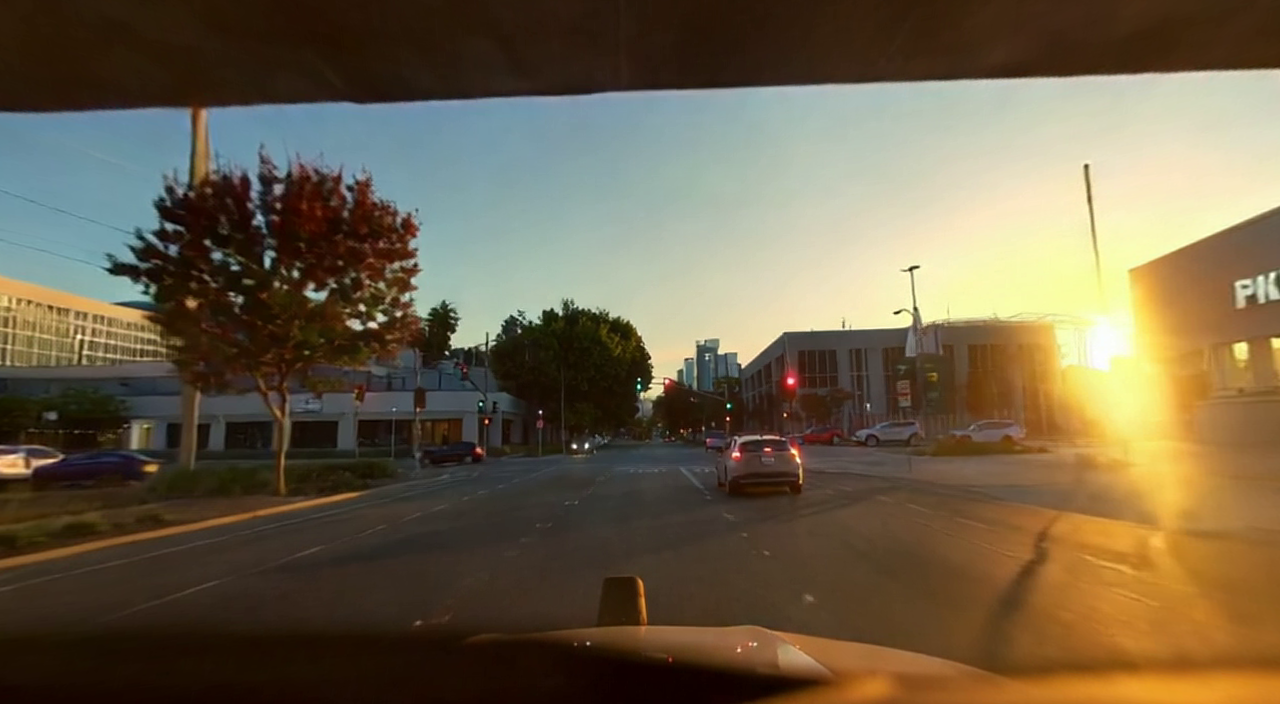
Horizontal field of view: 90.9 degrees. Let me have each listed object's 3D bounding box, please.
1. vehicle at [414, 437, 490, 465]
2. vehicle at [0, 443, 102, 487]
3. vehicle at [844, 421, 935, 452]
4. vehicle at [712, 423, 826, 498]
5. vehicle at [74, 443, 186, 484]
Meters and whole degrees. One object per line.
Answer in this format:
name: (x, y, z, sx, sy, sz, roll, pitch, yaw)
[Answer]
vehicle: (-11.403, 5.986, 38.293, 4.037, 1.562, 2.099, -4, -9, 26)
vehicle: (-27.443, 5.083, 28.755, 1.807, 1.795, 4.566, 0, -8, 0)
vehicle: (14.912, 5.094, 37.852, 4.611, 1.778, 1.939, 0, -8, 0)
vehicle: (2.956, 2.569, 15.360, 1.947, 1.576, 3.825, 0, -8, 0)
vehicle: (-23.039, 4.998, 28.705, 1.757, 1.699, 3.854, 0, -8, 1)
